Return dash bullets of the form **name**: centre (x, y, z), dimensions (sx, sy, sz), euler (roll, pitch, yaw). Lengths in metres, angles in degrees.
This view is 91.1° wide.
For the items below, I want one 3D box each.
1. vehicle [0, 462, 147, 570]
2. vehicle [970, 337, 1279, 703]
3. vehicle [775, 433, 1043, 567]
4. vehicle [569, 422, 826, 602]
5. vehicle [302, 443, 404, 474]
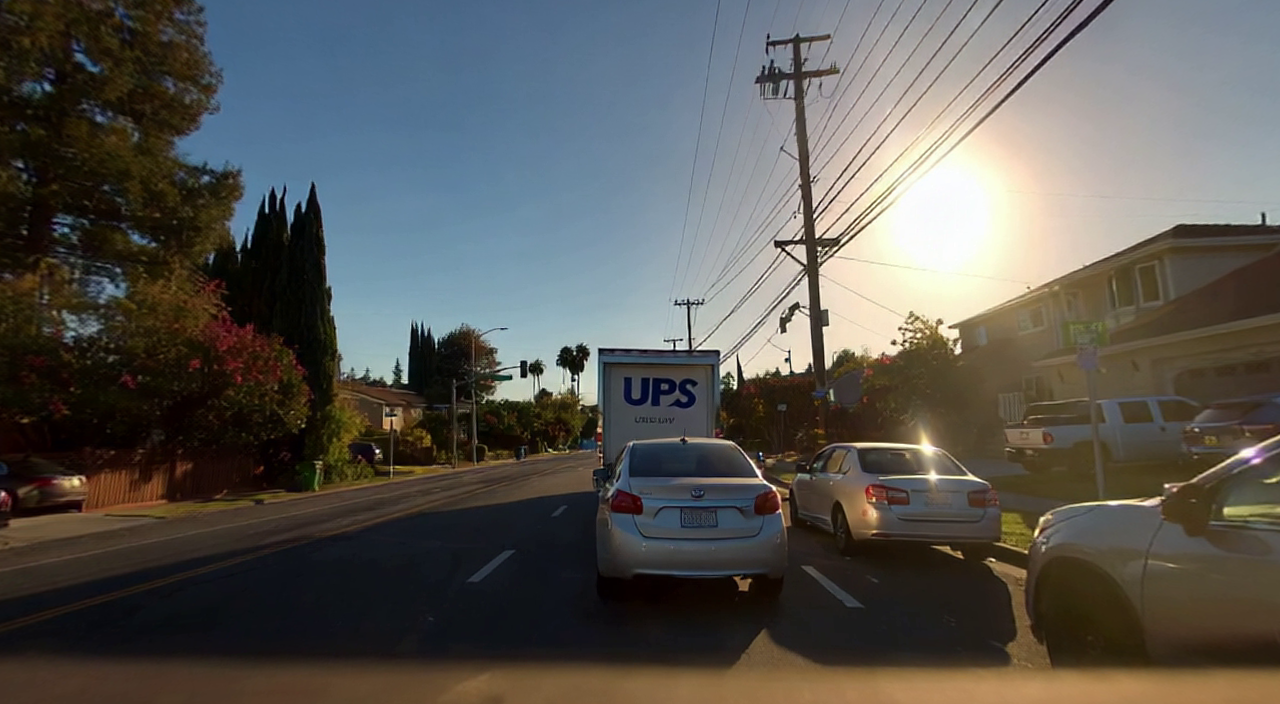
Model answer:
- **vehicle**: centre (-10.351, 2.485, 9.477), dimensions (1.925, 1.482, 4.753), euler (0, -8, 0)
- **vehicle**: centre (3.310, 0.770, 1.922), dimensions (2.069, 1.722, 4.888), euler (0, -8, 2)
- **vehicle**: centre (3.509, 2.001, 9.343), dimensions (1.993, 1.479, 4.487), euler (0, -8, 0)
- **vehicle**: centre (0.481, 1.679, 7.543), dimensions (2.158, 1.499, 4.377), euler (0, -8, 0)
- **vehicle**: centre (-17.430, 6.474, 38.304), dimensions (5.274, 1.793, 1.921), euler (0, -8, 3)
